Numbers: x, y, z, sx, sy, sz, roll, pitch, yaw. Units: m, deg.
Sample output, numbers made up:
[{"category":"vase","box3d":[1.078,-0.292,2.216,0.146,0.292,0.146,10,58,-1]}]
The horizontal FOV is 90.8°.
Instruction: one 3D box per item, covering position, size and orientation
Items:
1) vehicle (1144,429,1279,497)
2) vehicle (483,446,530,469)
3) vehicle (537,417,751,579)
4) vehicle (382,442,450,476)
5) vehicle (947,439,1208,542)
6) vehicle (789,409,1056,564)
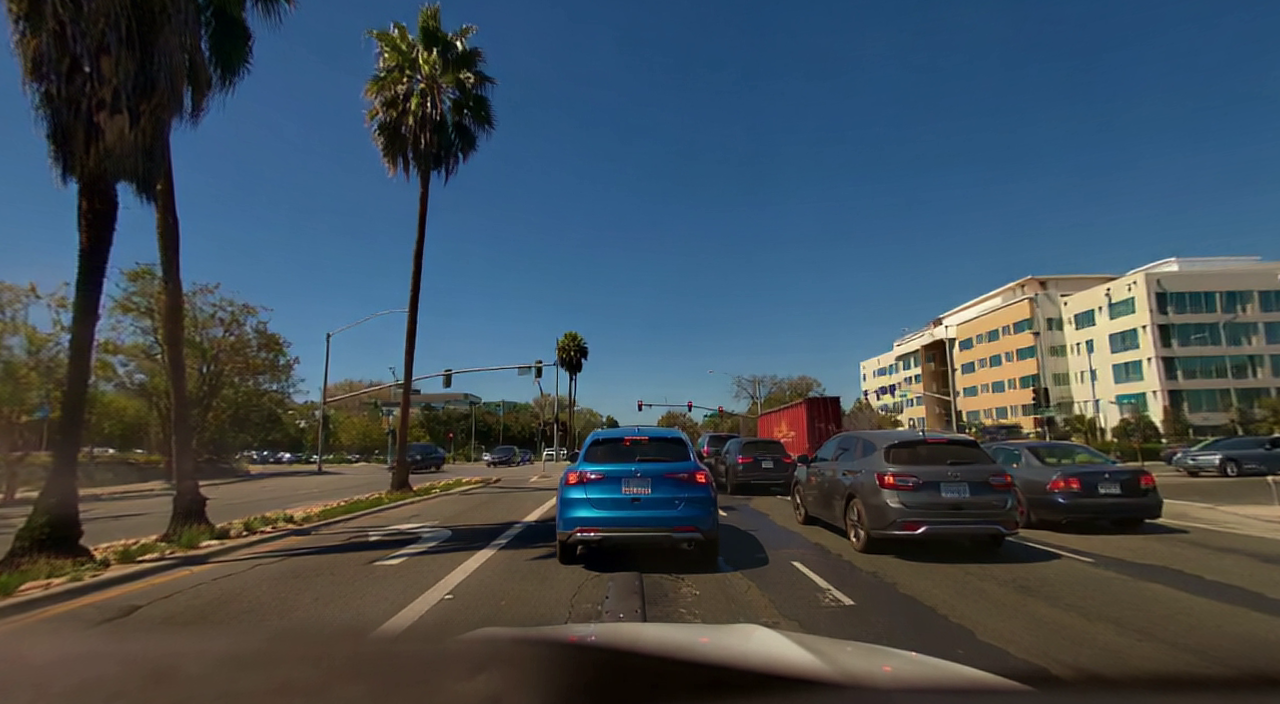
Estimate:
[{"category":"vehicle","box3d":[18.056,3.211,18.449,4.786,1.848,2.107,0,-9,-1]},{"category":"vehicle","box3d":[-9.172,7.304,43.877,2.168,1.462,4.505,0,-9,1]},{"category":"vehicle","box3d":[0.030,1.736,8.253,2.083,1.572,4.021,0,-9,0]},{"category":"vehicle","box3d":[-12.491,5.980,35.605,2.180,1.776,4.521,0,-9,0]},{"category":"vehicle","box3d":[7.368,2.328,11.254,1.832,1.477,3.981,0,-9,1]},{"category":"vehicle","box3d":[3.668,1.824,9.218,1.947,1.725,4.159,0,-9,0]}]
